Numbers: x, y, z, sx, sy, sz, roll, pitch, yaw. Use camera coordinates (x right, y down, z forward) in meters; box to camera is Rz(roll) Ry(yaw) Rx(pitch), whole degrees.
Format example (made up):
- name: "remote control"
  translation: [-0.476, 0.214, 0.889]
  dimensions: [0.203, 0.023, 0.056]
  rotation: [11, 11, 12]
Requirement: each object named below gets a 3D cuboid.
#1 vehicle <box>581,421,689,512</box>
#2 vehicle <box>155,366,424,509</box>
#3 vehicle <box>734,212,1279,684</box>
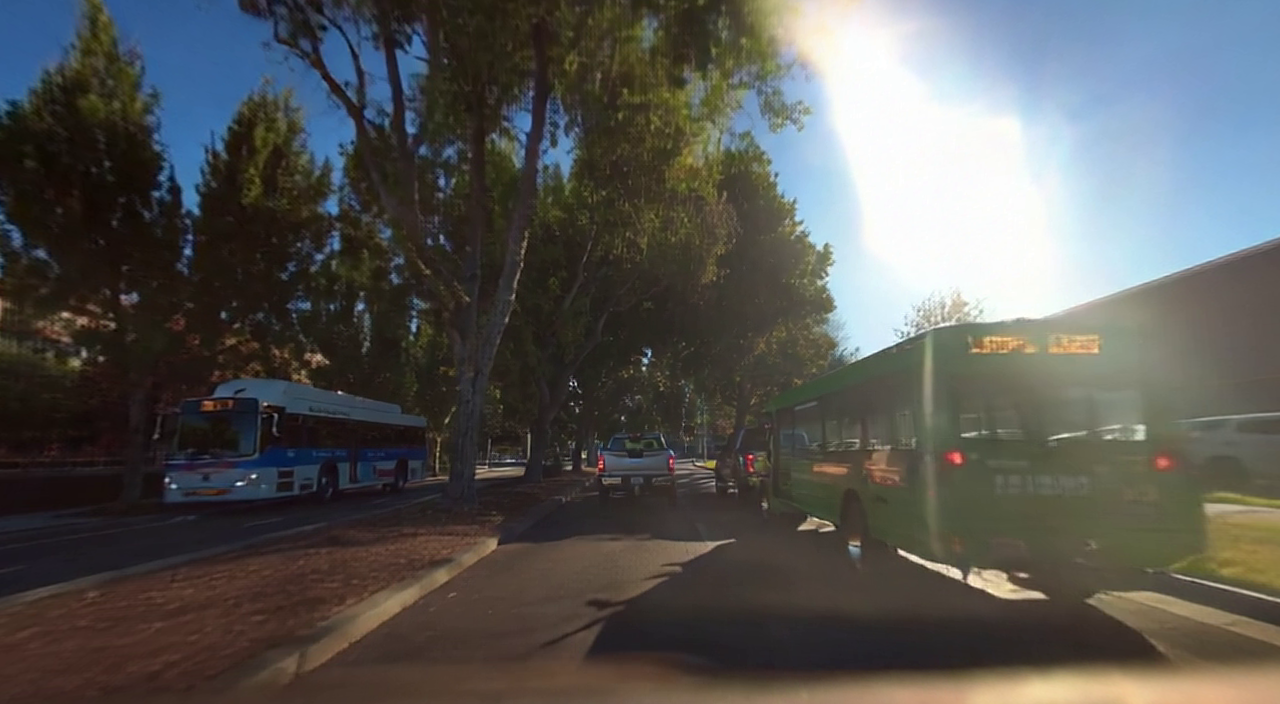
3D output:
- name: "vehicle"
  translation: [-0.096, 2.730, 15.622]
  dimensions: [2.157, 1.816, 5.804]
  rotation: [0, -8, 0]
- name: "vehicle"
  translation: [-11.984, 3.308, 24.114]
  dimensions: [2.996, 4.022, 12.692]
  rotation: [0, -8, 0]
- name: "vehicle"
  translation: [3.876, 1.314, 9.366]
  dimensions: [3.088, 3.057, 10.503]
  rotation: [0, -8, -1]
